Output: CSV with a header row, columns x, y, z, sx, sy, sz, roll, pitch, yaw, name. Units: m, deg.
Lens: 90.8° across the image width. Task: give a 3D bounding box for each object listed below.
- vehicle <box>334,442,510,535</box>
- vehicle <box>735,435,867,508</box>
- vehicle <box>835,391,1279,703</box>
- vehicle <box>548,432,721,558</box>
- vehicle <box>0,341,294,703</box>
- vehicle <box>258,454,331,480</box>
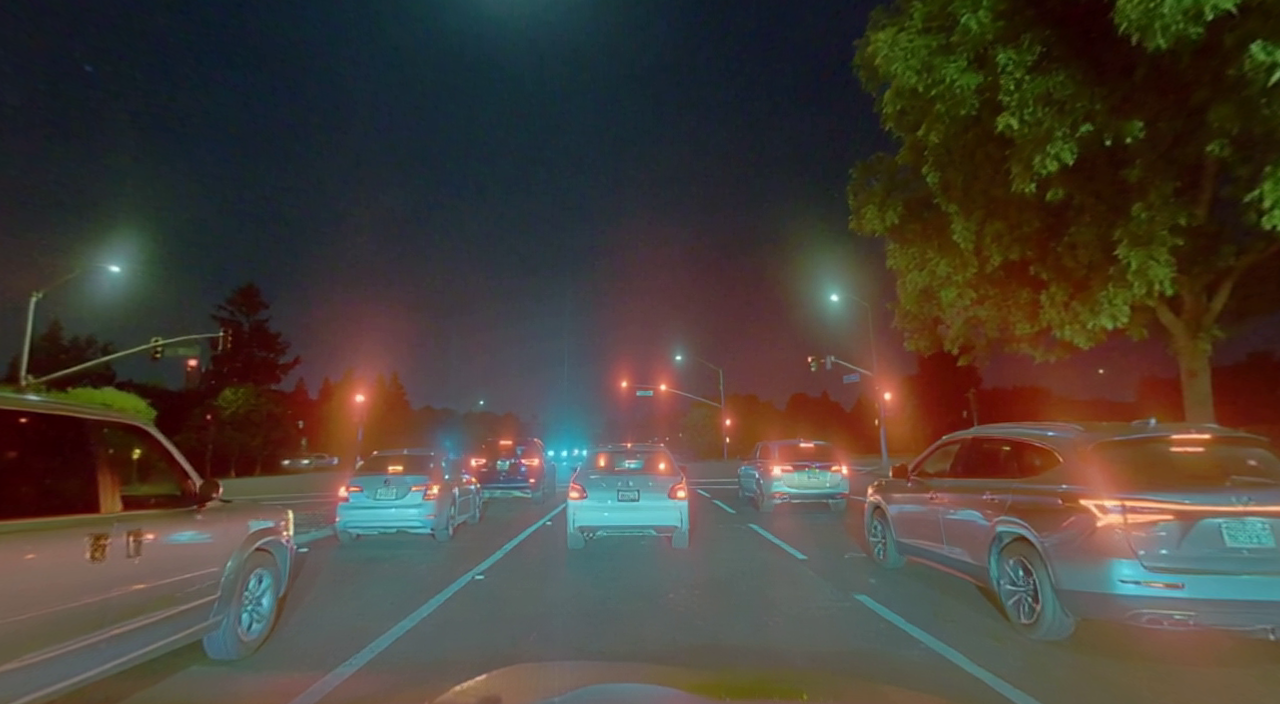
x,y,z,sx,sy,sz,roll,pitch,yaw,name
-3.932,2.508,12.331,1.919,1.459,4.371,0,-8,-1,vehicle
3.641,2.784,15.240,1.922,1.472,4.440,0,-8,-1,vehicle
3.381,1.307,5.423,1.933,1.564,4.600,0,-8,0,vehicle
-0.080,2.006,9.598,2.061,1.470,3.970,0,-8,0,vehicle
-3.666,0.839,2.538,2.047,1.764,4.369,0,-8,0,vehicle
-23.675,7.845,43.278,4.432,1.685,1.957,-4,-9,24,vehicle
